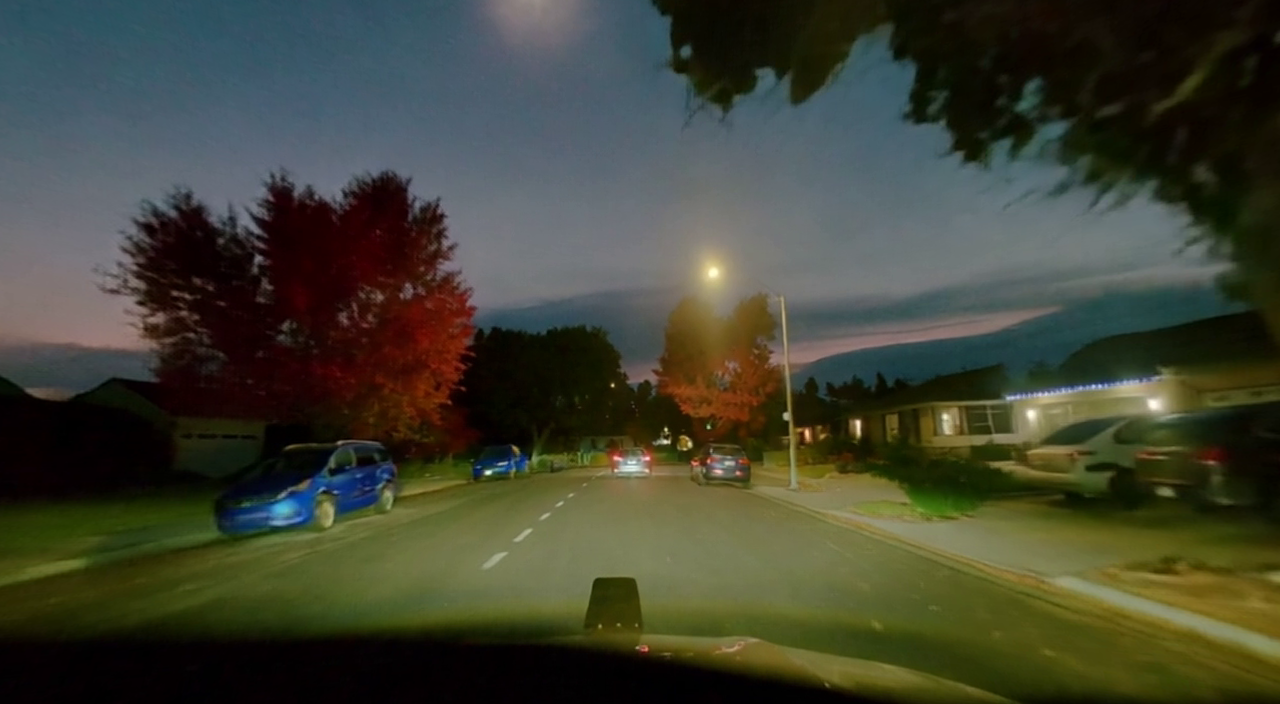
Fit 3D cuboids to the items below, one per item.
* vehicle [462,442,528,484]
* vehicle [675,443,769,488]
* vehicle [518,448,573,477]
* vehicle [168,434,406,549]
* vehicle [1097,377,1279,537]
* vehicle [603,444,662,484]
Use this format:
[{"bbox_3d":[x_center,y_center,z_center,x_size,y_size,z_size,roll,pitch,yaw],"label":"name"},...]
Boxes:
[{"bbox_3d":[-7.026,5.437,31.131,2.235,1.851,4.662,-2,-9,-1],"label":"vehicle"},{"bbox_3d":[2.894,4.166,23.455,2.429,1.502,4.474,1,-9,-7],"label":"vehicle"},{"bbox_3d":[-6.441,7.590,43.668,2.641,1.747,4.738,-3,-9,6],"label":"vehicle"},{"bbox_3d":[-6.700,2.628,12.853,2.254,1.773,4.795,-2,-8,-2],"label":"vehicle"},{"bbox_3d":[9.739,1.356,9.004,4.813,1.914,2.041,-3,-9,-5],"label":"vehicle"},{"bbox_3d":[-0.334,4.507,25.691,2.192,1.474,4.192,0,-9,-1],"label":"vehicle"}]
